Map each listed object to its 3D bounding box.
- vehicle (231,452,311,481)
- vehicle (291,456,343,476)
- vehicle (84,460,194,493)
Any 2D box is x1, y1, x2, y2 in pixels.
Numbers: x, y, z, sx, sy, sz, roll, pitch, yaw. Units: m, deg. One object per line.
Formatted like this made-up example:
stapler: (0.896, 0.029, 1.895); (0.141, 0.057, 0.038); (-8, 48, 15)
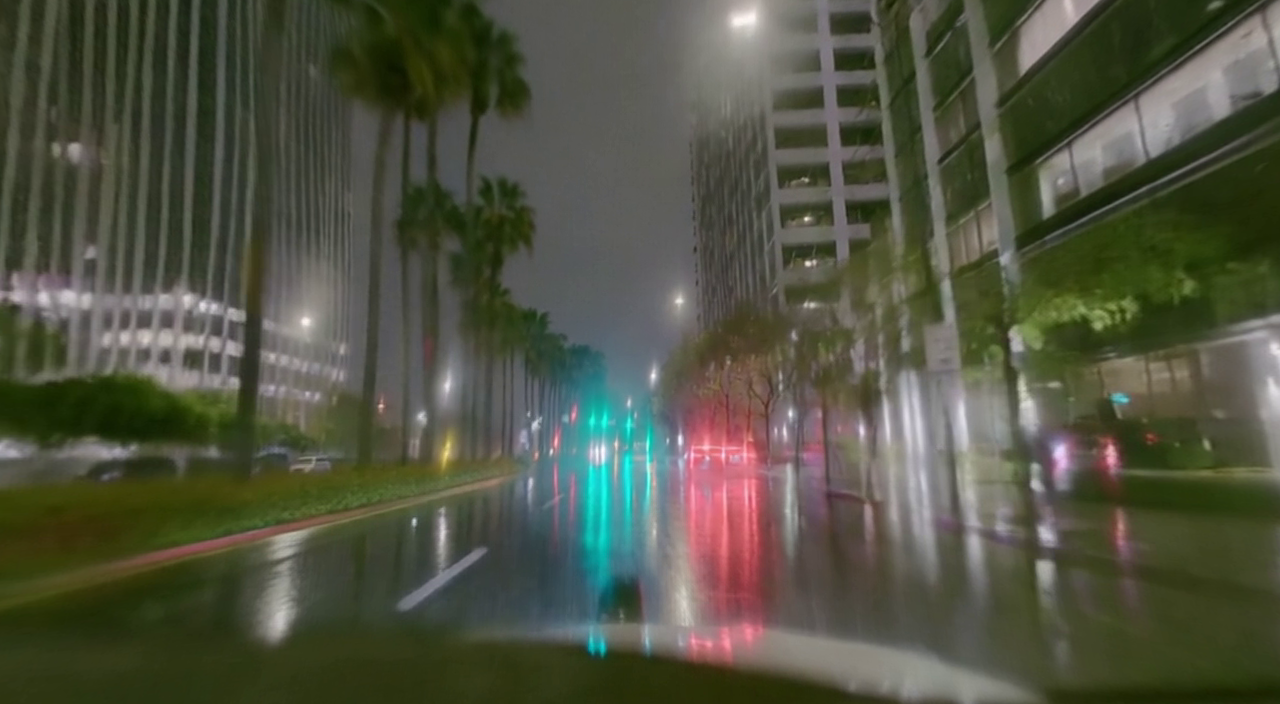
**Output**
vehicle: (-25.089, 7.772, 43.295); (2.062, 1.765, 5.897); (0, -9, -1)
vehicle: (-24.774, 8.762, 48.658); (1.751, 1.424, 4.506); (0, -9, -2)
vehicle: (-24.953, 6.187, 31.719); (2.080, 1.457, 4.424); (0, -9, -3)
